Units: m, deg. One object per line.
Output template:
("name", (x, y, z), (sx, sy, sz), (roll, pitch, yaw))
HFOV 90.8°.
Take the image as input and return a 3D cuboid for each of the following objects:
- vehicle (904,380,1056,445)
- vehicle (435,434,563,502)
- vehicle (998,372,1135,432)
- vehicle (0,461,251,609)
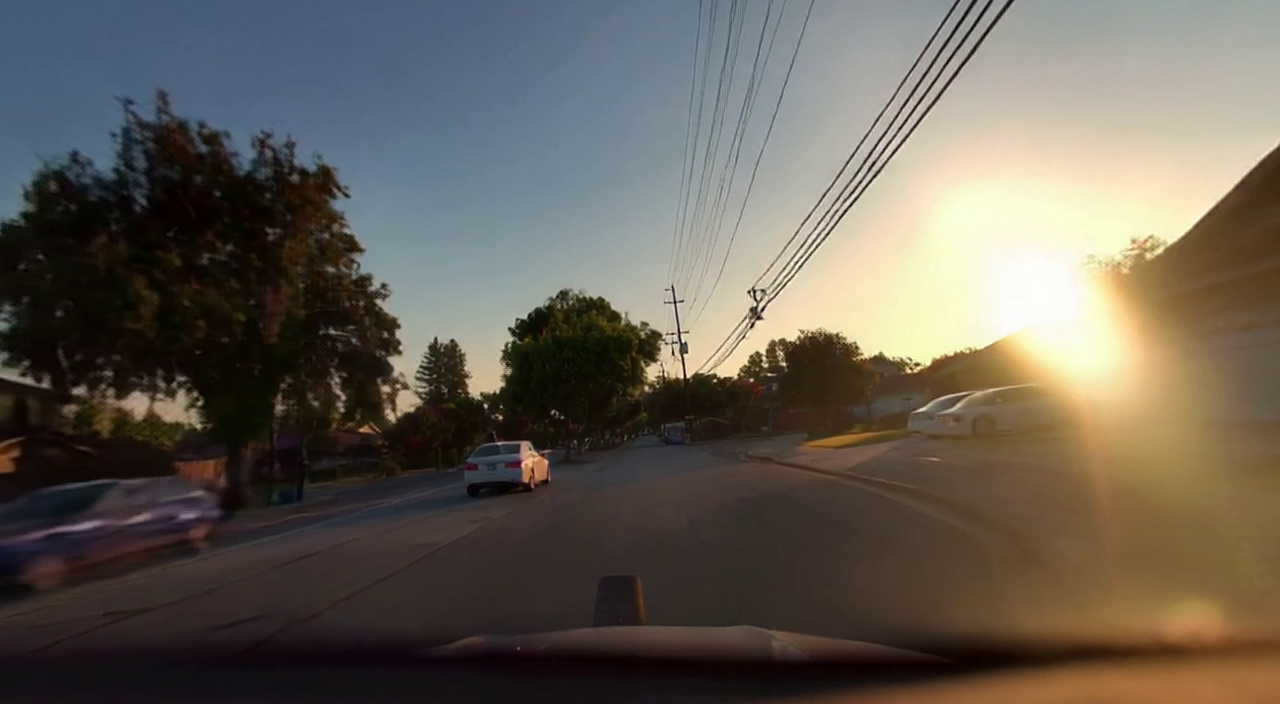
("vehicle", (10.539, 2.050, 20.171), (2.121, 1.799, 5.124), (0, -8, 2))
("vehicle", (-3.354, 2.860, 16.139), (2.041, 1.471, 4.602), (0, -8, 2))
("vehicle", (13.497, 1.702, 20.335), (1.894, 1.664, 4.159), (0, -8, 7))
("vehicle", (-8.175, 2.438, 9.342), (1.960, 1.506, 4.714), (0, -8, -2))
